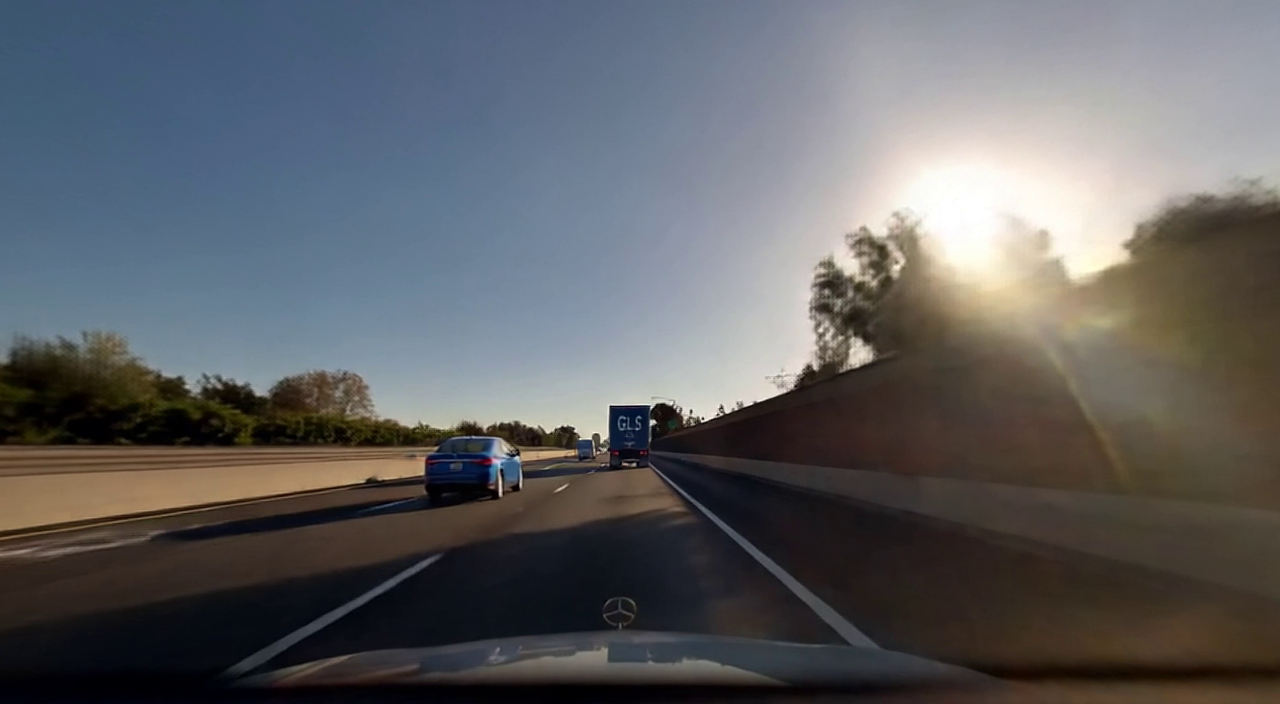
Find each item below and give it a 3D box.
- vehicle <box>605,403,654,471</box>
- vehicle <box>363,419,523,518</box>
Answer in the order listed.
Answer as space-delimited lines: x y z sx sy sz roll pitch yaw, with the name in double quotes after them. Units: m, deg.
-0.709 5.839 42.467 2.923 4.007 9.760 0 -9 -1 "vehicle"
-4.423 2.733 15.197 2.226 1.935 5.130 0 -9 -1 "vehicle"
